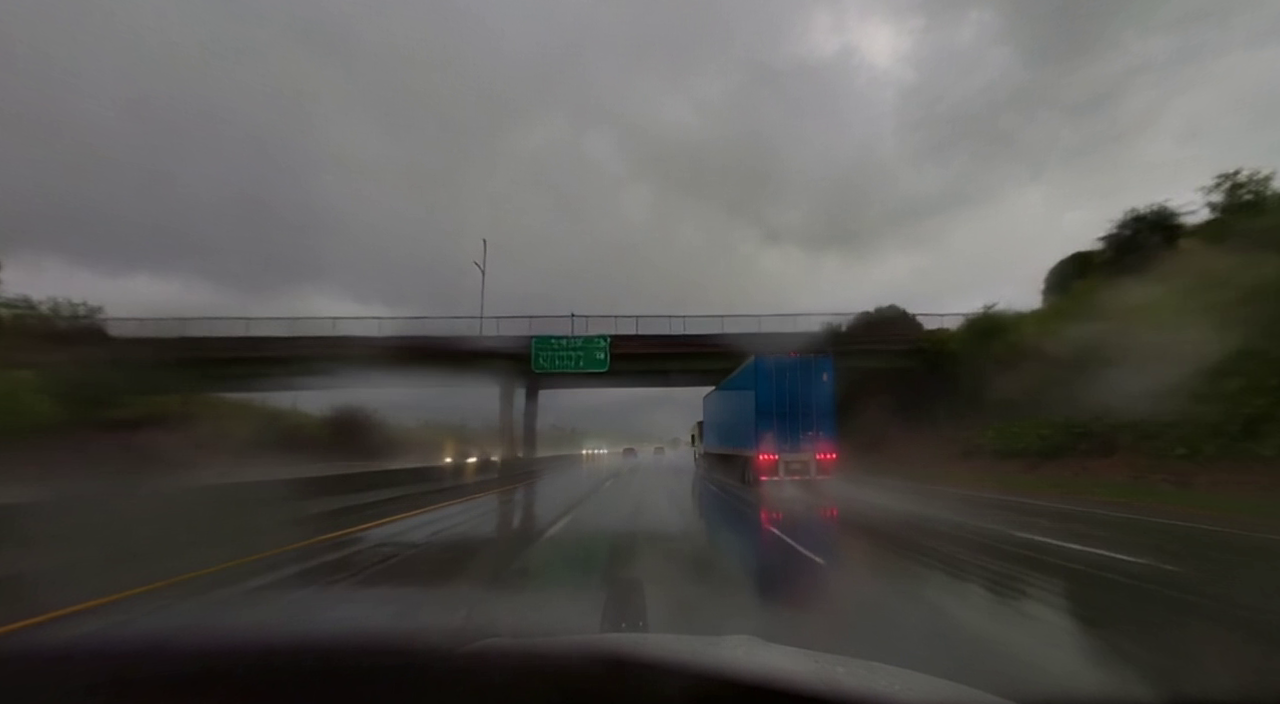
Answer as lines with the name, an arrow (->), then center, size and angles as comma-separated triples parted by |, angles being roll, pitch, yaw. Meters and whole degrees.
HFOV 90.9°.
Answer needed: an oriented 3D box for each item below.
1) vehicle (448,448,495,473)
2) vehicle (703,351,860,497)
vehicle -> -10.188, 6.590, 38.398 | 1.747, 1.413, 3.680 | 0, -9, 1
vehicle -> 4.638, 3.084, 24.687 | 2.825, 4.054, 14.210 | 0, -9, 0
